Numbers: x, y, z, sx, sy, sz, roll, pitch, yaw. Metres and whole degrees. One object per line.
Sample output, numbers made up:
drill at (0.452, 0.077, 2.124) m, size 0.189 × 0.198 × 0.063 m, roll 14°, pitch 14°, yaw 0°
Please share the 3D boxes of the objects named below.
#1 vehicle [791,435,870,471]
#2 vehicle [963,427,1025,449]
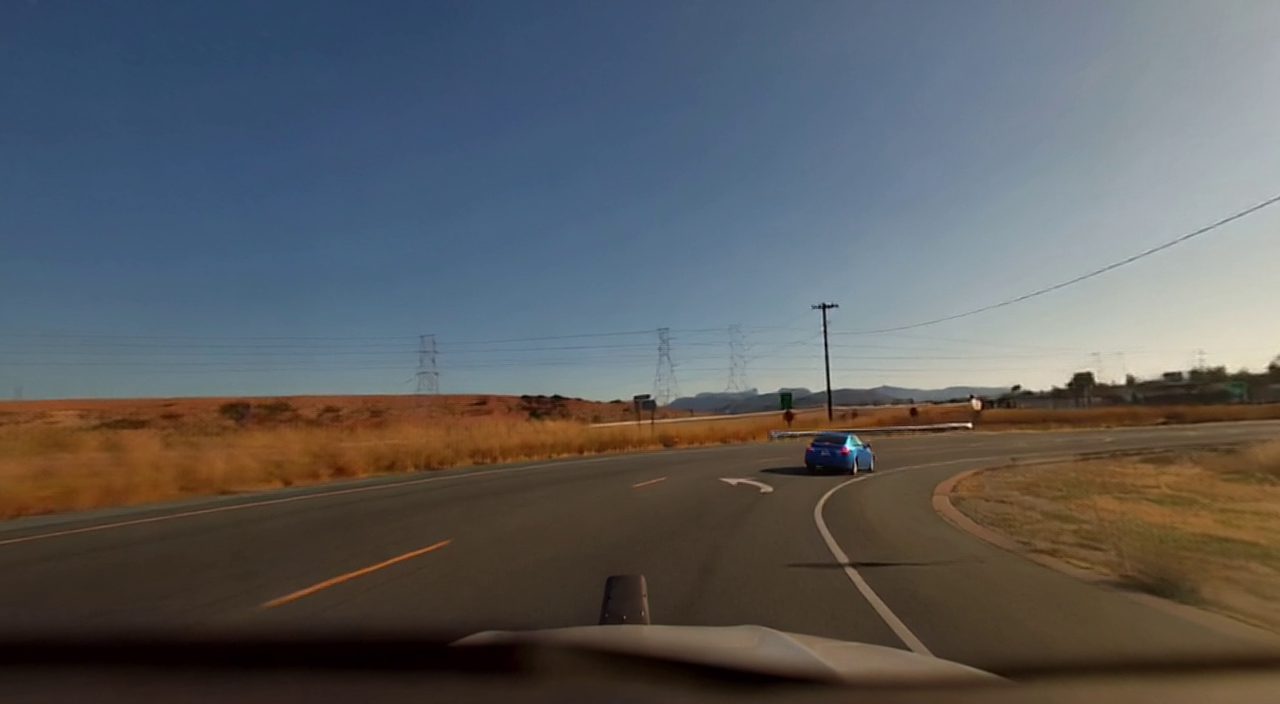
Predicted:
vehicle at (8.286, 4.307, 27.186) m, size 2.026 × 1.407 × 4.374 m, roll -6°, pitch -10°, yaw 32°
vehicle at (24.633, 6.005, 43.821) m, size 4.307 × 1.465 × 1.836 m, roll 5°, pitch -10°, yaw -32°
